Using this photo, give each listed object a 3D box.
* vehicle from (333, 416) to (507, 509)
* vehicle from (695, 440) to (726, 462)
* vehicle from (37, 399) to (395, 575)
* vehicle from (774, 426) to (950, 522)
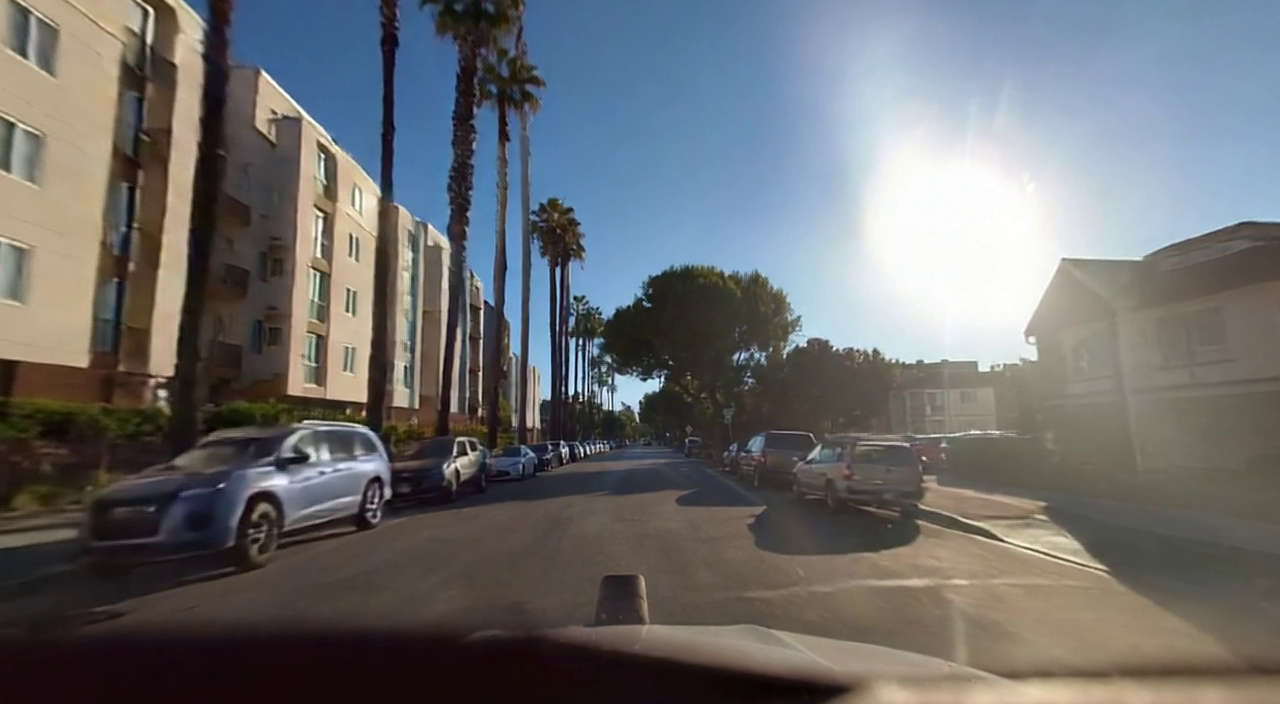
[{"bbox_3d":[-5.385,2.835,16.734,2.227,1.967,6.220,0,-8,2],"label":"vehicle"},{"bbox_3d":[5.226,7.408,47.367,1.991,1.525,5.203,0,-8,4],"label":"vehicle"},{"bbox_3d":[-5.502,1.776,9.215,2.087,1.896,4.554,0,-8,-1],"label":"vehicle"},{"bbox_3d":[4.614,2.607,14.121,2.220,1.738,4.800,0,-8,1],"label":"vehicle"}]
